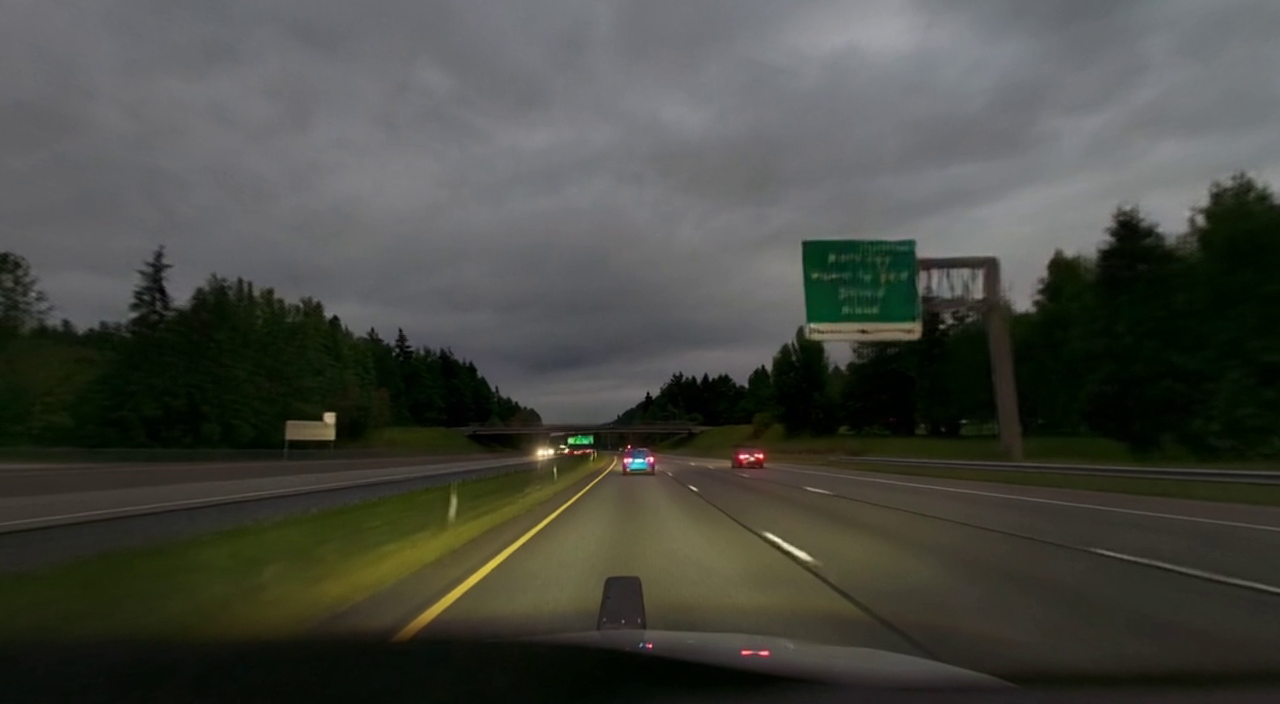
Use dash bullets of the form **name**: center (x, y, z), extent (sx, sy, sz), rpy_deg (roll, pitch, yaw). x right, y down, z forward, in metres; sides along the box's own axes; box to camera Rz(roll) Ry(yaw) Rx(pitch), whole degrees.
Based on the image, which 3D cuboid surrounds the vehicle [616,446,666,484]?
- **vehicle**: center (0.008, 4.892, 27.668), extent (2.069, 1.523, 4.012), rpy_deg (0, -9, -1)

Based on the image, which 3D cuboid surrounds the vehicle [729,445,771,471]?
- **vehicle**: center (7.437, 7.190, 42.955), extent (2.006, 1.639, 4.087), rpy_deg (0, -9, -1)
